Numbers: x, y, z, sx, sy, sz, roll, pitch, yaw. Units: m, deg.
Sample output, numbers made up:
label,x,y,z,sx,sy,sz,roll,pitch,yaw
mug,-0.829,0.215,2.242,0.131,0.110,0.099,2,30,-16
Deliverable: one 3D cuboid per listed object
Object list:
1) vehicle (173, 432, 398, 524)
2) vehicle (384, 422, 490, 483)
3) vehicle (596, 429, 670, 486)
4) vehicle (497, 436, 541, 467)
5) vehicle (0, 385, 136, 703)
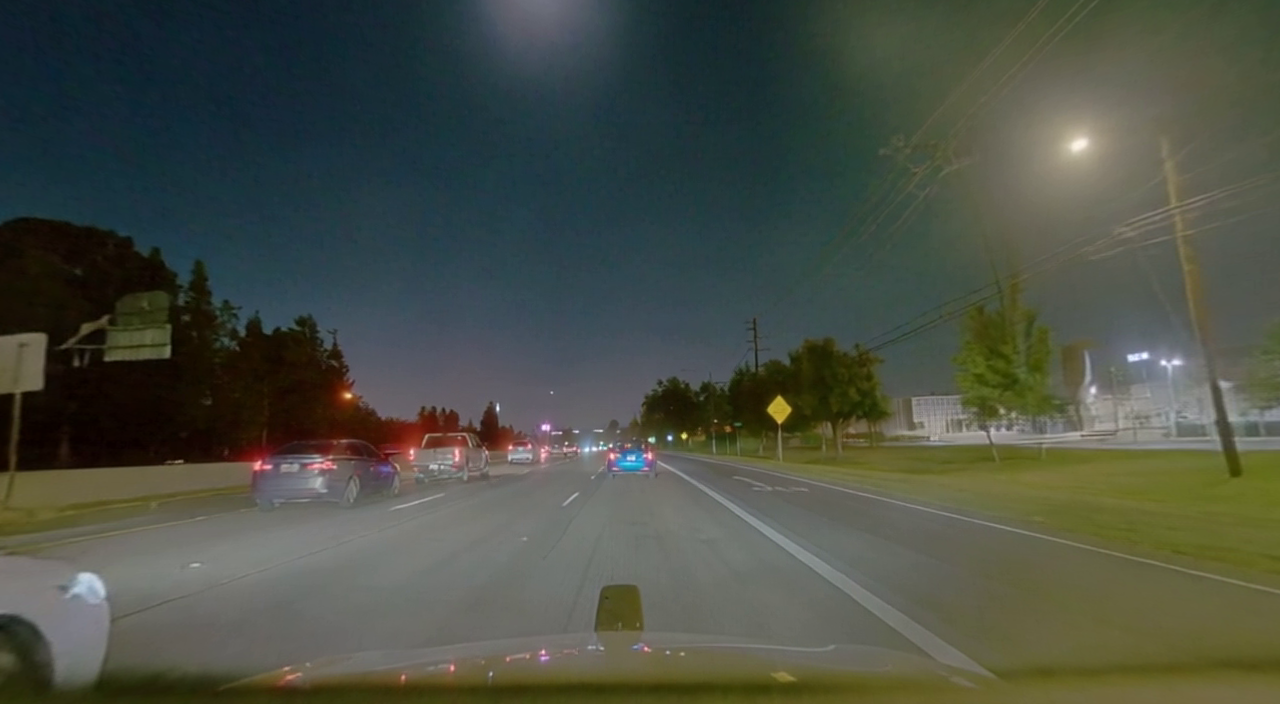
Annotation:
label,x,y,z,sx,sy,sz,roll,pitch,yaw
vehicle,-6.697,2.410,12.691,1.900,1.483,4.547,0,-8,0
vehicle,-7.048,3.559,22.601,2.144,1.905,4.967,0,-8,0
vehicle,-0.234,3.395,20.586,2.140,1.653,4.108,0,-8,-1
vehicle,-7.289,5.988,38.339,1.914,1.756,4.179,0,-8,-1
vehicle,-3.159,0.605,0.209,2.174,1.510,4.636,0,-8,0
